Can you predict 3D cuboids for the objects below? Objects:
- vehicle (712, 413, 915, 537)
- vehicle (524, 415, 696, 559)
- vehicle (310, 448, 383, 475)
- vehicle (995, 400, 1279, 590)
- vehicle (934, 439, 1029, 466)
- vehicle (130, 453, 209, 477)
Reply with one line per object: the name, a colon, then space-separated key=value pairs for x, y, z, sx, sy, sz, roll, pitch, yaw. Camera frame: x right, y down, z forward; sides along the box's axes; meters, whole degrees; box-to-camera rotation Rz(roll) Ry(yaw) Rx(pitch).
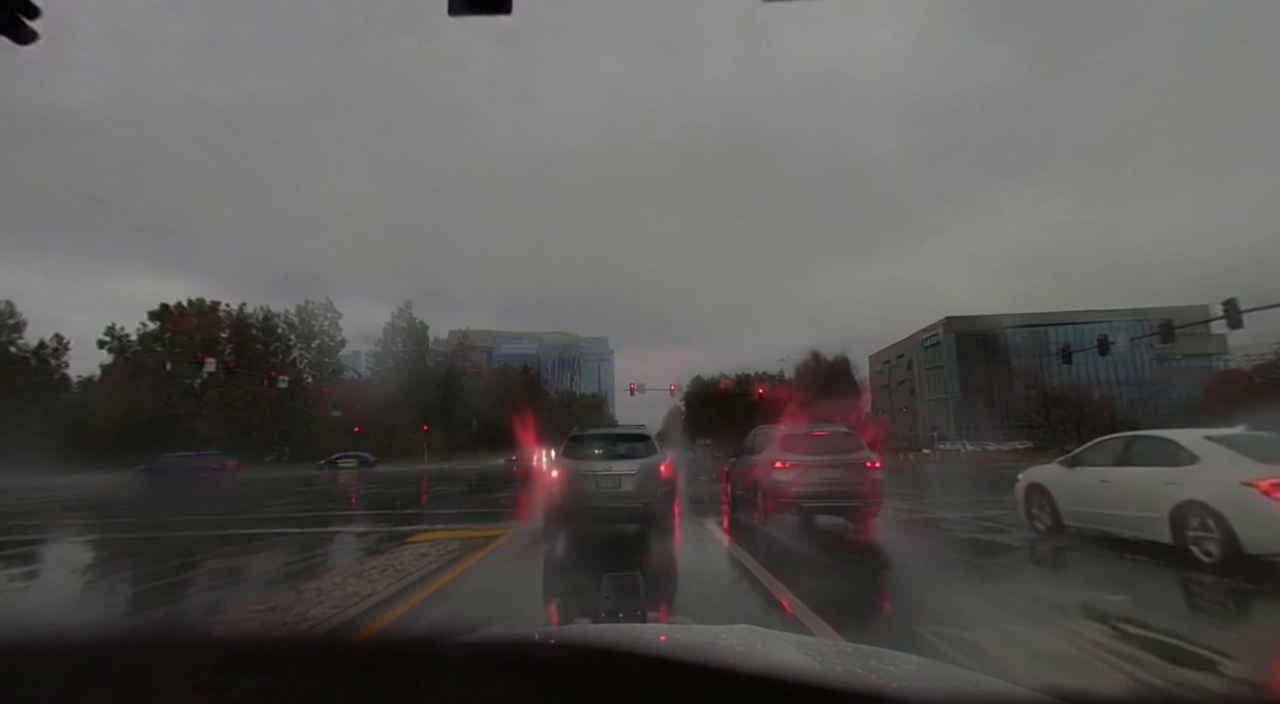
vehicle: x=2.801 y=2.132 z=11.506 sx=2.228 sy=1.798 sz=4.370 roll=0 pitch=-9 yaw=-3
vehicle: x=-0.435 y=1.915 z=9.659 sx=2.039 sy=1.698 sz=4.144 roll=0 pitch=-9 yaw=-2
vehicle: x=-19.779 y=7.367 z=42.556 sx=4.318 sy=1.712 sz=2.188 roll=-4 pitch=-10 yaw=26
vehicle: x=6.059 y=1.446 z=6.992 sx=1.690 sy=1.538 sz=4.313 roll=0 pitch=-9 yaw=-1
vehicle: x=25.816 y=7.622 z=47.909 sx=5.895 sy=1.921 sz=2.150 roll=0 pitch=-9 yaw=0
vehicle: x=-33.620 y=8.087 z=45.221 sx=4.253 sy=1.610 sz=1.800 roll=-1 pitch=-9 yaw=3
